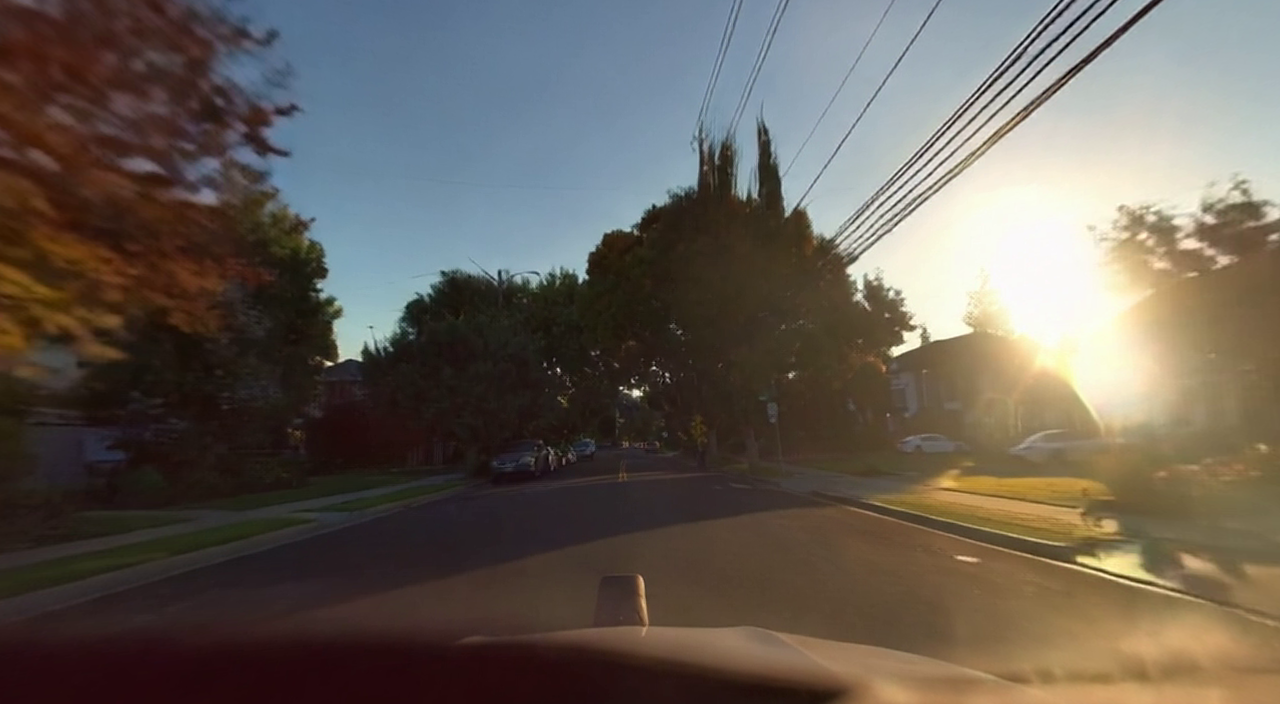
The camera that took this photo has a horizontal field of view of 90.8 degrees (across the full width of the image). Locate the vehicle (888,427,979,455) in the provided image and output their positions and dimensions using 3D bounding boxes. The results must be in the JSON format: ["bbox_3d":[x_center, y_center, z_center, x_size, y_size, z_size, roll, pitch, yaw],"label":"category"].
[{"bbox_3d":[17.394,5.323,37.626,4.372,1.490,2.032,-1,-10,1],"label":"vehicle"}]

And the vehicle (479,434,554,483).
[{"bbox_3d":[-5.851,5.129,30.839,2.411,1.979,5.915,-5,-8,0],"label":"vehicle"}]
